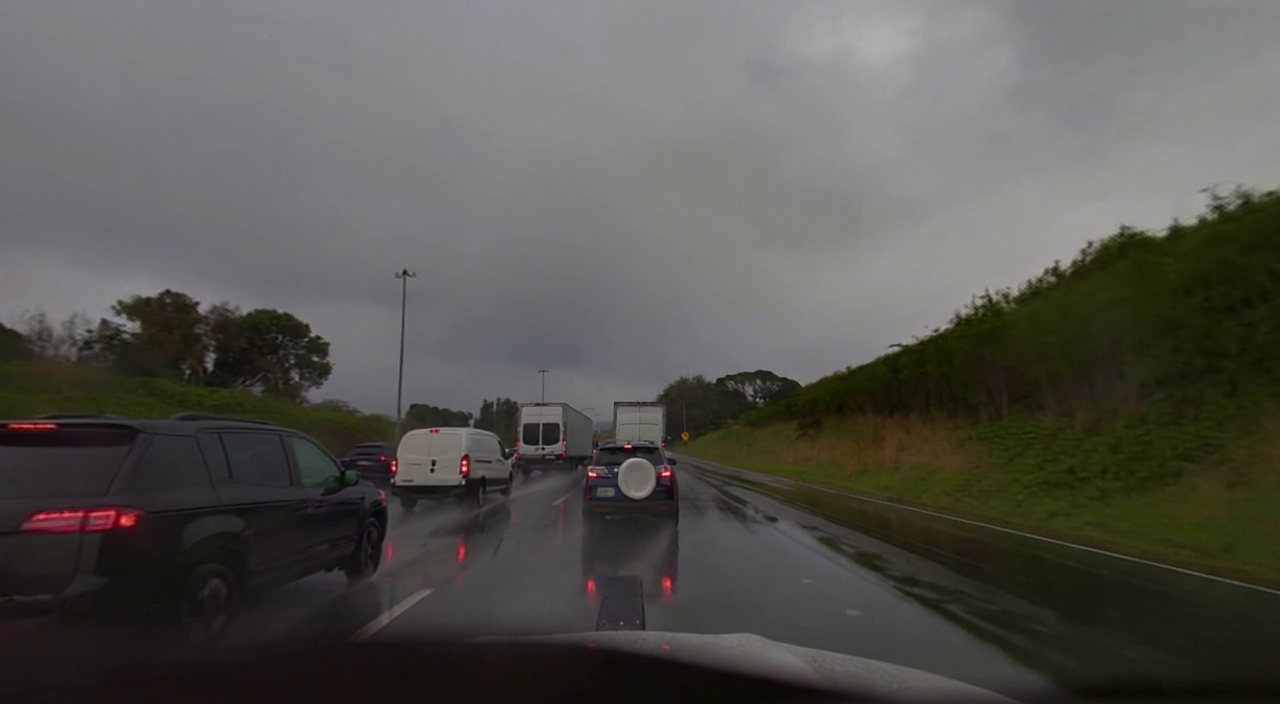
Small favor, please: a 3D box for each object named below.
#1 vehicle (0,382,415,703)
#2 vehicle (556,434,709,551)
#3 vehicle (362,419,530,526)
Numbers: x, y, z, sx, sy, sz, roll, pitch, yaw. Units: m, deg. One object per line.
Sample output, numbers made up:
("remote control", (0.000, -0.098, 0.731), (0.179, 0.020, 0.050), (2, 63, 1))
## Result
("vehicle", (-3.670, 1.311, 5.131), (2.029, 1.656, 4.437), (0, -9, 0))
("vehicle", (-0.104, 2.116, 10.045), (1.995, 1.495, 3.380), (0, -9, 0))
("vehicle", (-3.924, 2.549, 13.790), (2.055, 1.913, 4.584), (-1, -9, 2))
